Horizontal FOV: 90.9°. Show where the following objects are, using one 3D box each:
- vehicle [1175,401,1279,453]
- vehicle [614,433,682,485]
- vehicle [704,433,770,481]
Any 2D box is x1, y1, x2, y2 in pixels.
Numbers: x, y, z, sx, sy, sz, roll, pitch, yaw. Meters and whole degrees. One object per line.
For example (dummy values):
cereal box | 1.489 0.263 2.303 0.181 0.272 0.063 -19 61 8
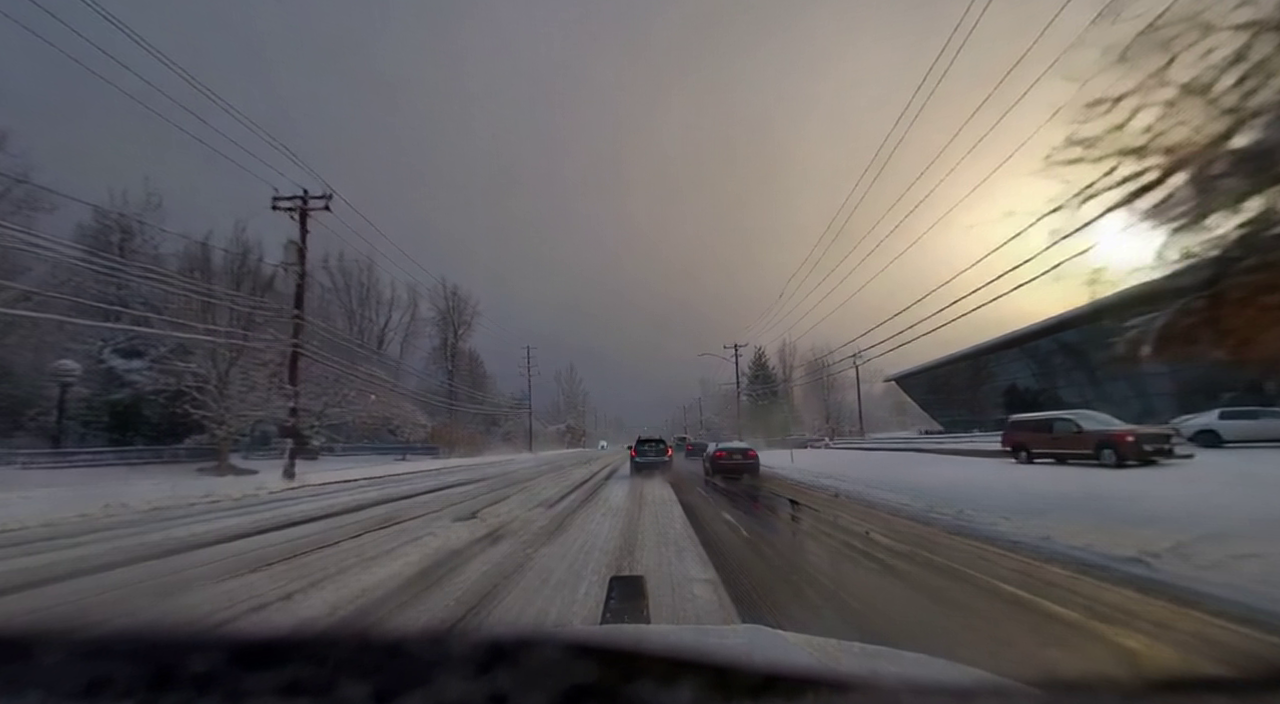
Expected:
vehicle | 20.649 2.454 20.352 1.943 1.617 4.713 3 -9 -16
vehicle | 0.290 3.753 22.462 2.200 1.653 4.127 0 -8 1
vehicle | 3.684 4.045 24.657 1.914 1.698 4.049 0 -8 0
